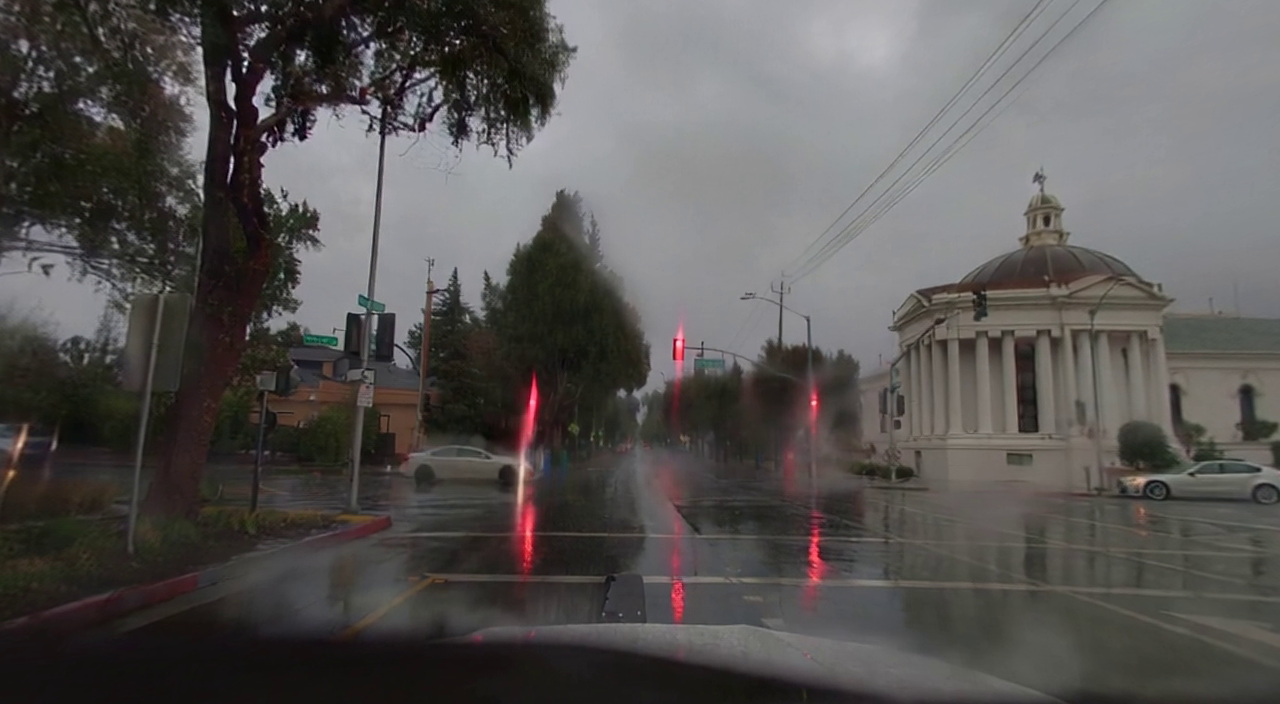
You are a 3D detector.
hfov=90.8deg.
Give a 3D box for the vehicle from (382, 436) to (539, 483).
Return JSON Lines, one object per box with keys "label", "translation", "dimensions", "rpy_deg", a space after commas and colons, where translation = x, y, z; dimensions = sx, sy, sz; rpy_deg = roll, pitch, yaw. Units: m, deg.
{"label": "vehicle", "translation": [-6.034, 3.671, 21.685], "dimensions": [4.718, 1.497, 2.032], "rpy_deg": [-1, -9, 4]}
